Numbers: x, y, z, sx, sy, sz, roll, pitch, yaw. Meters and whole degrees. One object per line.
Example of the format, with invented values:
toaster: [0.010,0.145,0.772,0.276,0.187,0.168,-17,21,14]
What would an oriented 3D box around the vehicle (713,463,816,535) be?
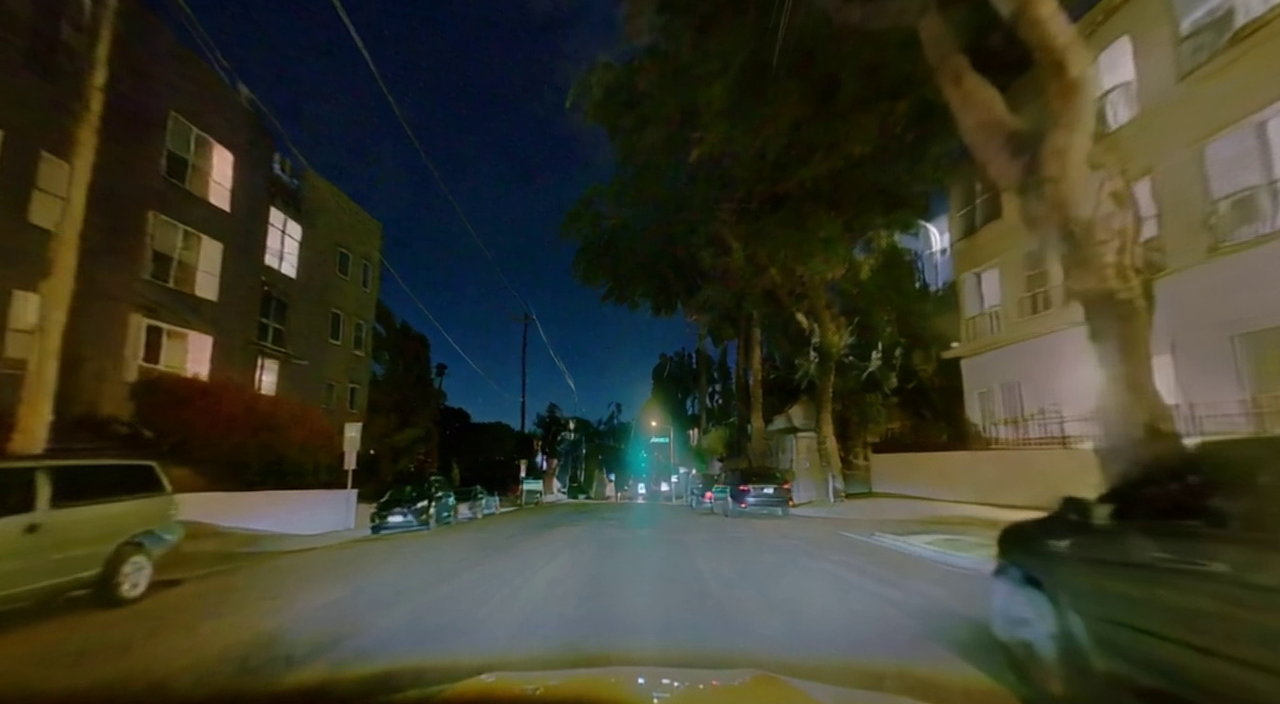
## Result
vehicle: [3.014,3.630,16.072,1.756,1.455,3.965,0,-8,-1]

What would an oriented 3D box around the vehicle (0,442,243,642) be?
vehicle: [-6.454,1.684,5.787,2.017,1.683,5.412,0,-8,1]

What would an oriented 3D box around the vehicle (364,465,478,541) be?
vehicle: [-6.560,4.541,19.553,1.933,1.824,5.142,0,-8,-3]

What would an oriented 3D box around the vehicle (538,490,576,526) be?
vehicle: [-6.362,12.106,49.099,2.281,2.248,5.873,0,-9,-1]

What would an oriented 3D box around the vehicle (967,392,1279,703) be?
vehicle: [2.994,0.828,1.428,1.927,1.550,4.543,0,-8,-2]
